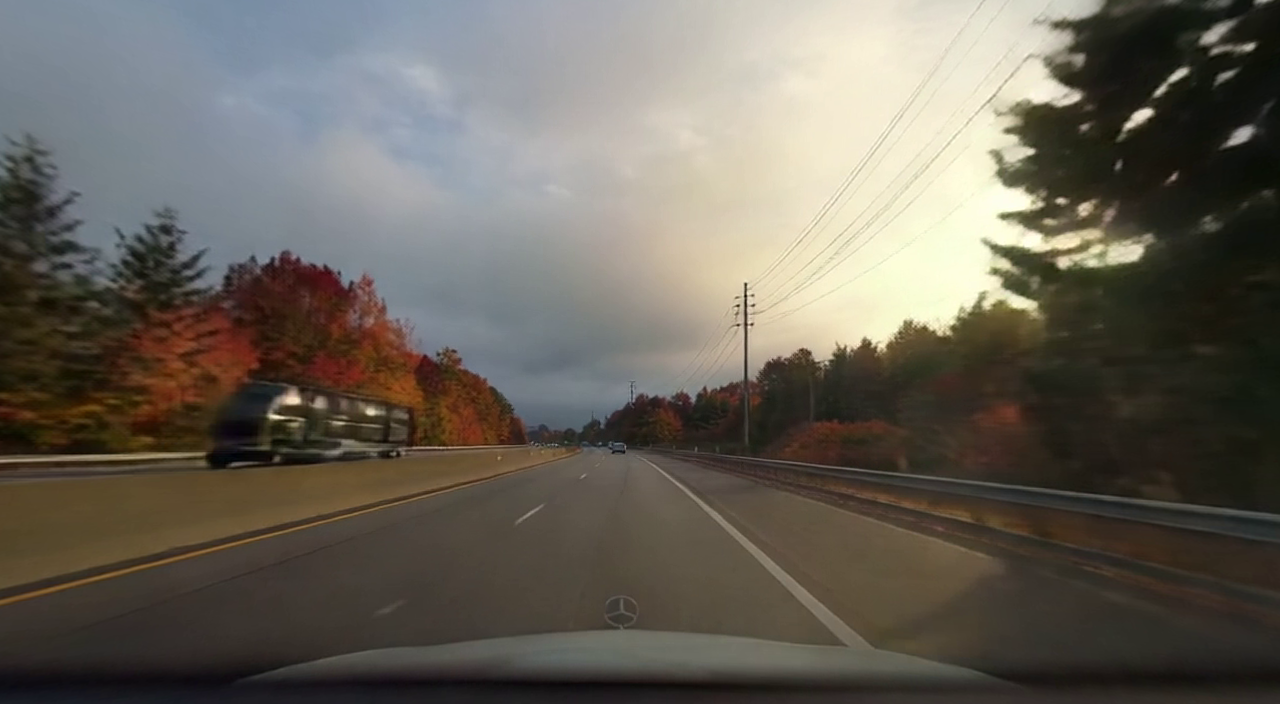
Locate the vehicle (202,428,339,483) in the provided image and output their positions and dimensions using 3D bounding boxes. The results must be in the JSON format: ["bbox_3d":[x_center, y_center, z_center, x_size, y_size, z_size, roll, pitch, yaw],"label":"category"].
[{"bbox_3d":[-11.574,3.274,19.983,1.979,1.563,3.902,0,-9,0],"label":"vehicle"}]

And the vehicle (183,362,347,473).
[{"bbox_3d":[-15.623,2.935,26.853,3.034,4.160,6.120,0,-9,0],"label":"vehicle"}]
